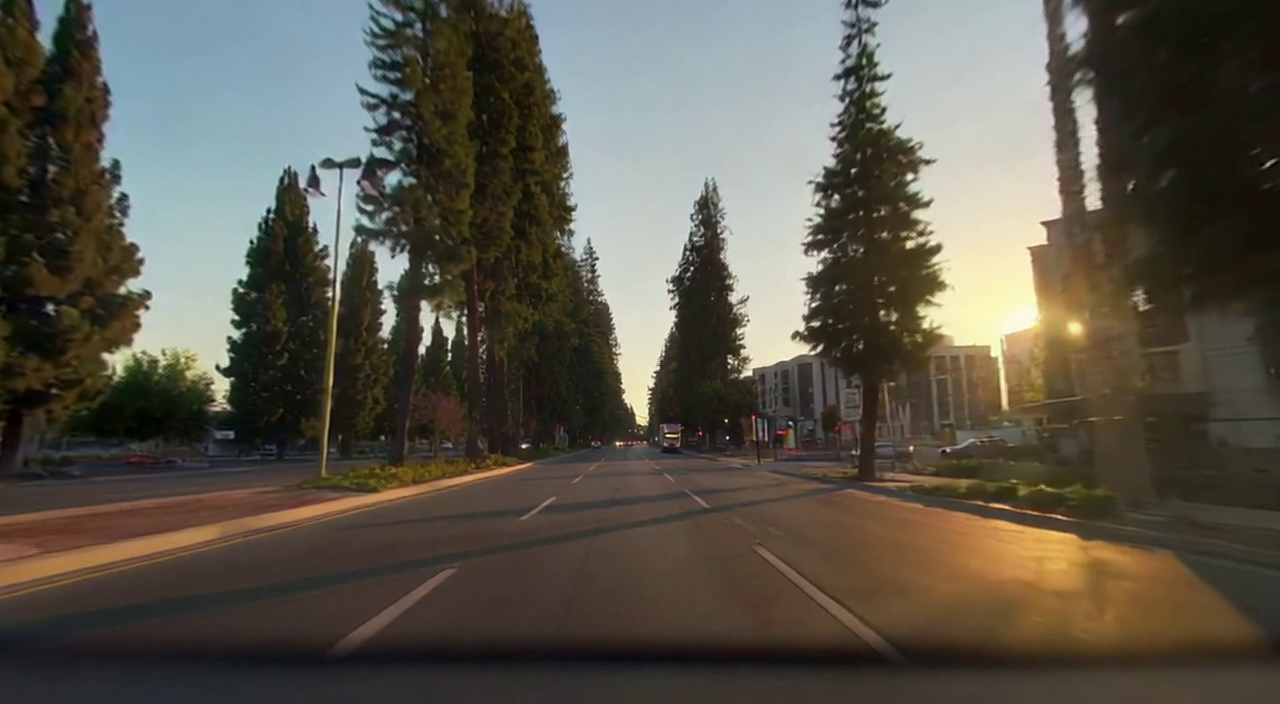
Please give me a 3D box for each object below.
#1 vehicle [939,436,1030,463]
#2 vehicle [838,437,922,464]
[{"bbox_3d":[20.852,5.907,38.364,4.416,1.561,1.876,0,-9,0],"label":"vehicle"},{"bbox_3d":[14.419,5.935,38.162,4.296,1.596,1.807,0,-9,0],"label":"vehicle"}]
